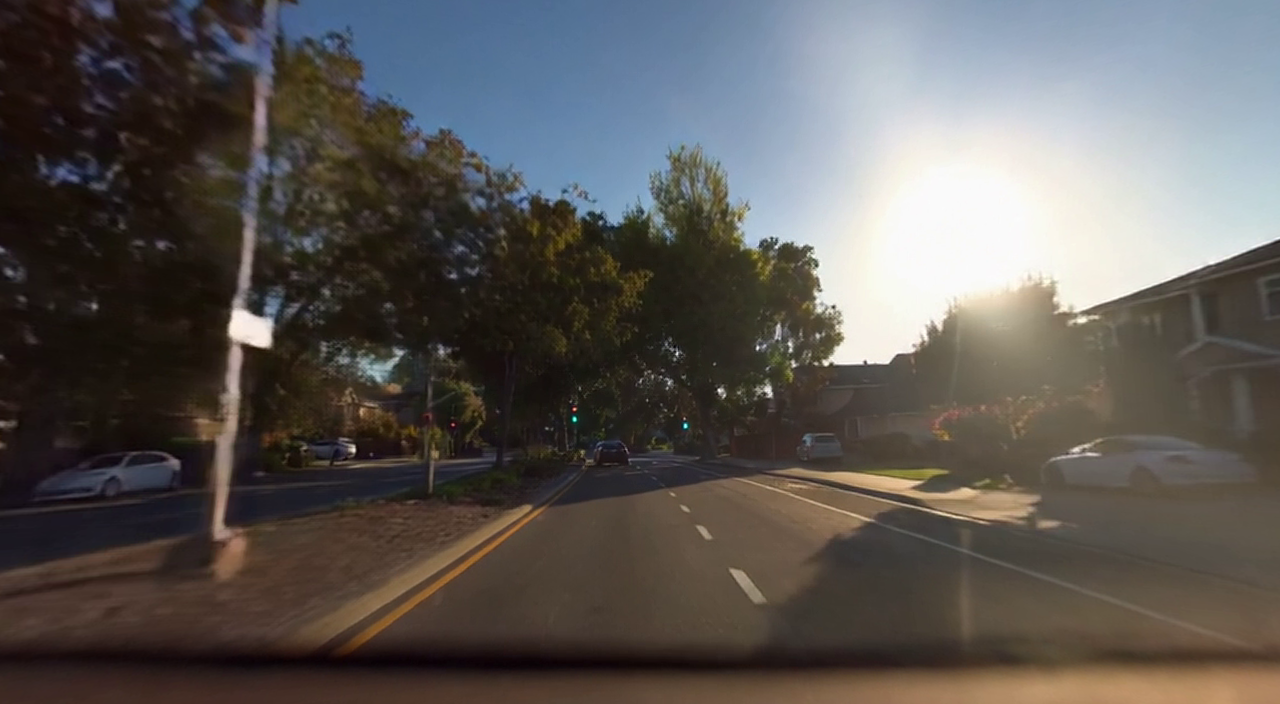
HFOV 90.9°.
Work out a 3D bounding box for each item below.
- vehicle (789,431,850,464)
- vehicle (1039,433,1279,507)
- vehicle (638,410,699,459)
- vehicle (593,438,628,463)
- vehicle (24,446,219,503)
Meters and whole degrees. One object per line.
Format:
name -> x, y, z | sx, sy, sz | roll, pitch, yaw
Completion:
vehicle -> 10.500, 5.639, 37.388 | 2.145, 1.795, 4.992 | 0, -8, 0
vehicle -> 11.725, 2.656, 14.711 | 1.839, 1.445, 4.484 | 0, -8, 0
vehicle -> 1.901, 6.517, 49.282 | 3.037, 3.261, 12.926 | 1, -8, -5
vehicle -> -1.958, 6.311, 40.540 | 2.113, 1.462, 4.203 | 1, -8, -4
vehicle -> -15.199, 3.570, 18.911 | 2.070, 1.469, 4.524 | 1, -8, -2
